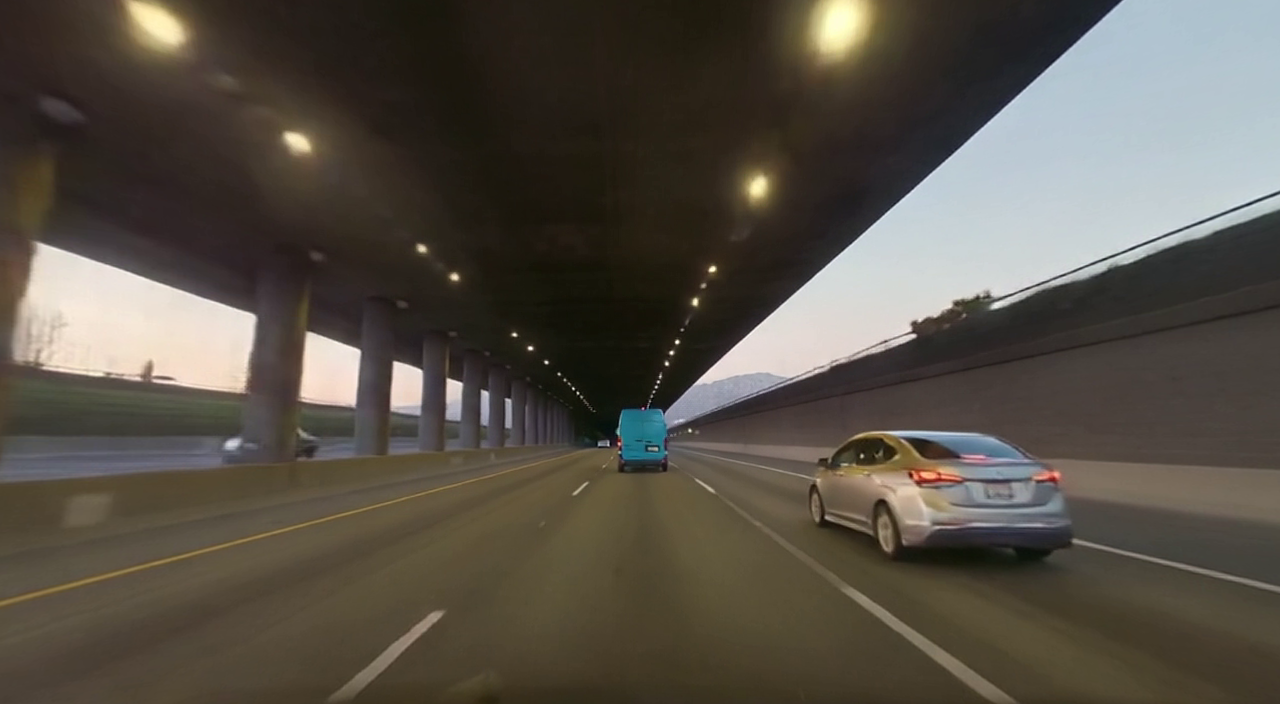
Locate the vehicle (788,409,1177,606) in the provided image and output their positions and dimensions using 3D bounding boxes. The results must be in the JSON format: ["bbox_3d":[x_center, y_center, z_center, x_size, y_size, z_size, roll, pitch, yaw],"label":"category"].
[{"bbox_3d":[3.242,1.526,7.149,2.095,1.553,4.069,0,-8,0],"label":"vehicle"}]

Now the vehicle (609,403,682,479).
[{"bbox_3d":[0.160,3.268,23.284,2.404,2.459,5.229,0,-8,0],"label":"vehicle"}]

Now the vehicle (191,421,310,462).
[{"bbox_3d":[-16.311,3.779,26.653,2.113,1.579,4.531,0,-8,0],"label":"vehicle"}]
